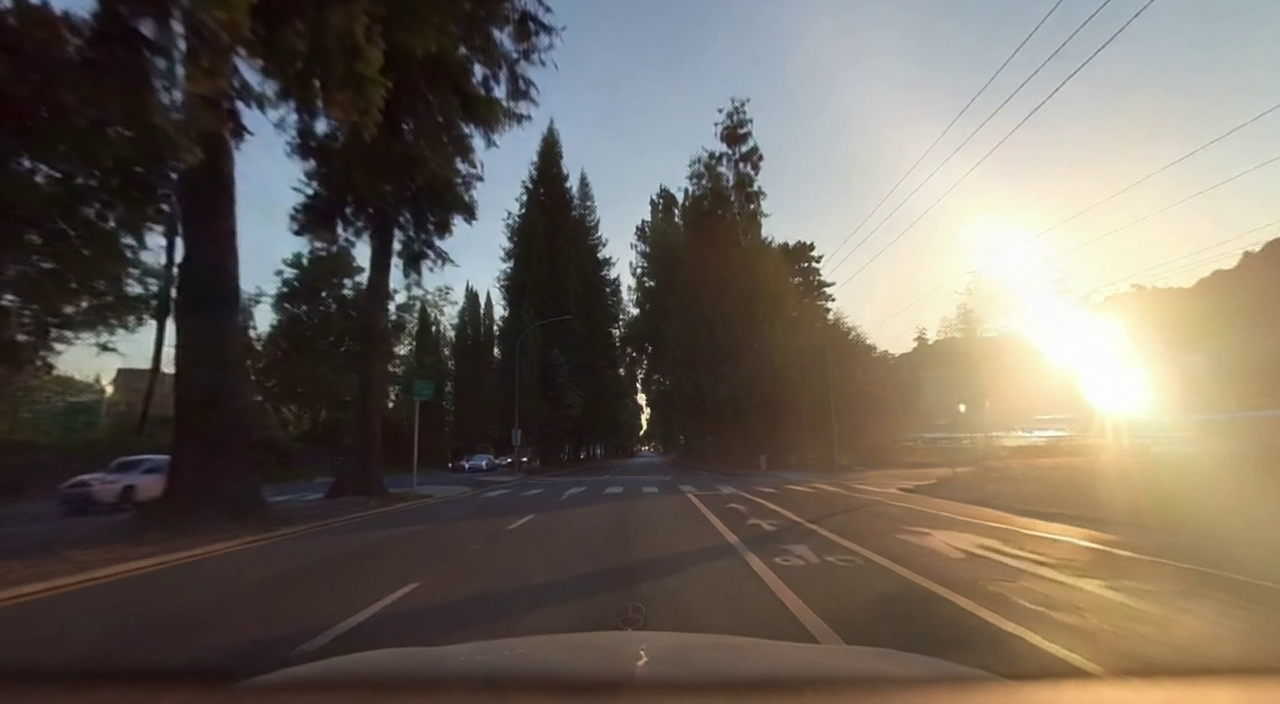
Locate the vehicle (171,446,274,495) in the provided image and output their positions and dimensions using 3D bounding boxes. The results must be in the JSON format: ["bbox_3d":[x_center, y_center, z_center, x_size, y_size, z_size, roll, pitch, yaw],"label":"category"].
[{"bbox_3d":[-18.285,5.159,27.830,2.050,1.962,3.459,-1,-8,2],"label":"vehicle"}]

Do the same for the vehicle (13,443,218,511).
[{"bbox_3d":[-18.359,4.336,22.627,2.279,2.066,5.821,-1,-8,1],"label":"vehicle"}]
